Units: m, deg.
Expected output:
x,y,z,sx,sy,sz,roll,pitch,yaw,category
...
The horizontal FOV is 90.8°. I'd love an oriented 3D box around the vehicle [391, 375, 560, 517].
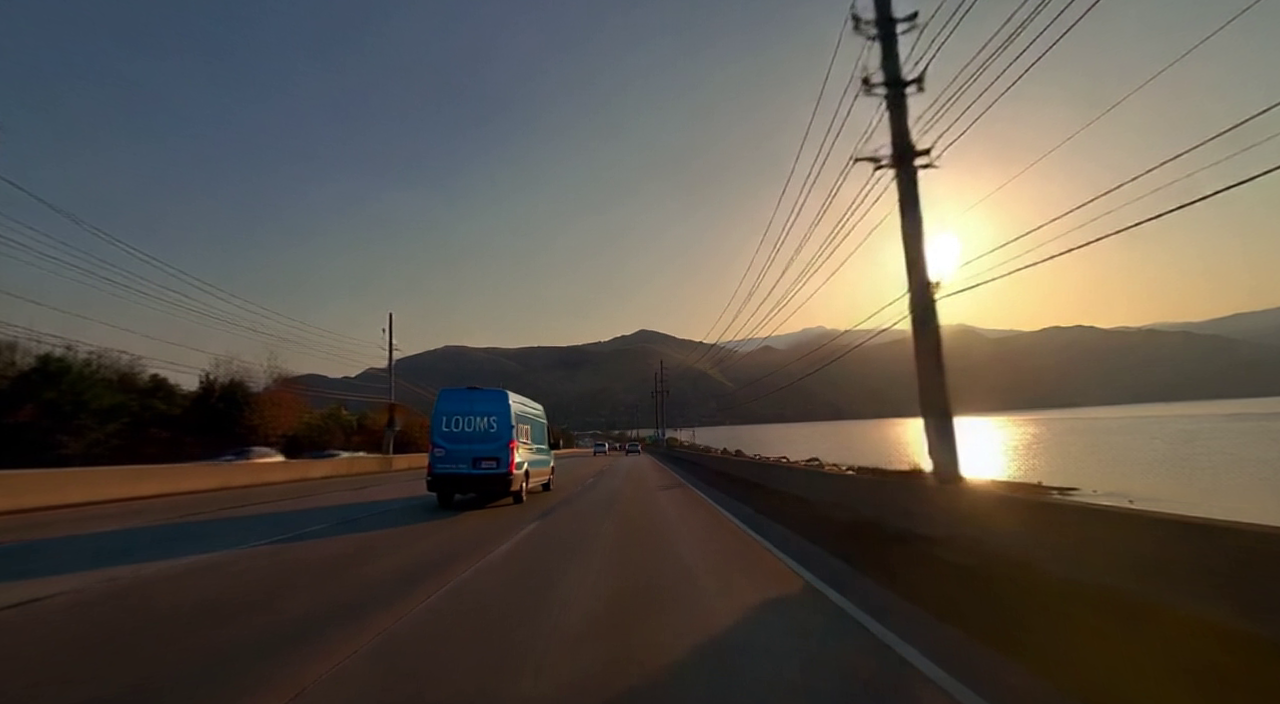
x,y,z,sx,sy,sz,roll,pitch,yaw,category
-3.623,2.314,15.698,2.331,2.757,6.581,0,-8,1,vehicle
